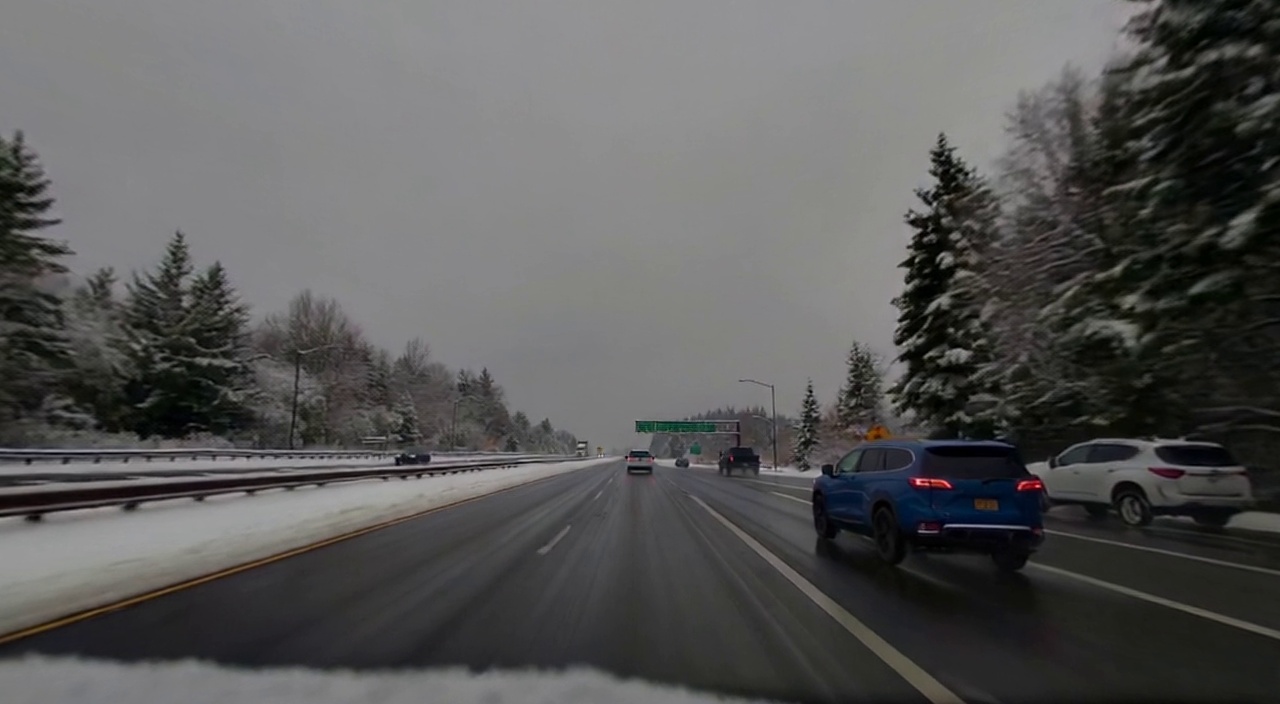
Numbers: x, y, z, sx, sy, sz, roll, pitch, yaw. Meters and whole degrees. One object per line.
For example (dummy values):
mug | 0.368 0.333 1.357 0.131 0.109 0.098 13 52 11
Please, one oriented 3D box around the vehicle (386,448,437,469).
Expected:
vehicle | -17.264 8.054 48.029 2.137 1.454 4.701 0 -9 0

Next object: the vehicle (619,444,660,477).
vehicle | -0.087 6.188 36.334 2.181 1.768 4.383 1 -9 -2

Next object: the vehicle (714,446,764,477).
vehicle | 7.517 8.390 48.815 2.526 2.230 6.190 1 -9 -4

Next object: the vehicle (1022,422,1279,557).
vehicle | 9.307 2.278 11.113 1.967 1.816 4.775 2 -9 -3

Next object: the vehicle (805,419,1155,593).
vehicle | 3.874 1.819 8.336 2.097 1.659 4.320 1 -9 -2
